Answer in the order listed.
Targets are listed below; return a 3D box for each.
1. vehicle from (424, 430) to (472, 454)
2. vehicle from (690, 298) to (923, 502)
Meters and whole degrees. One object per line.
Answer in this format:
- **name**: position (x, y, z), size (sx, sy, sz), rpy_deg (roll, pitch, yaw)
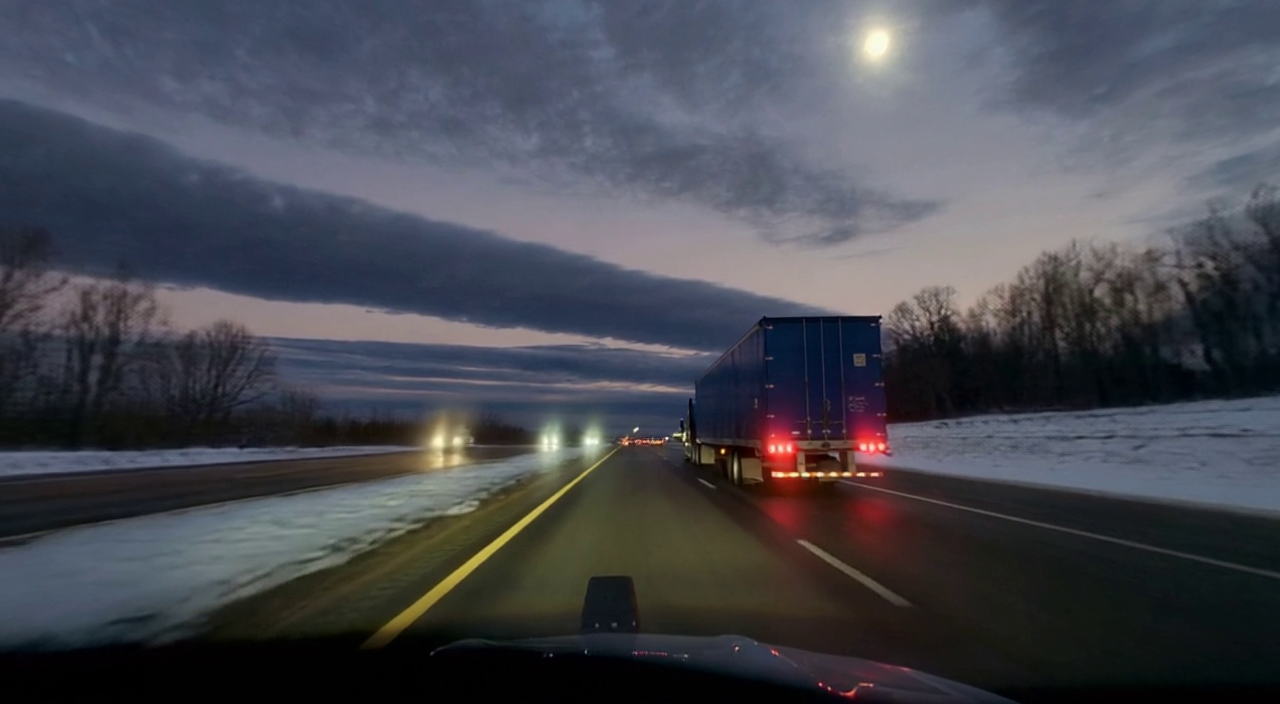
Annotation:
- **vehicle**: position (-13.152, 6.171, 43.263), size (1.932, 1.537, 4.480), rpy_deg (0, -8, -1)
- **vehicle**: position (4.116, 2.107, 21.683), size (3.203, 4.273, 17.131), rpy_deg (0, -8, -1)
